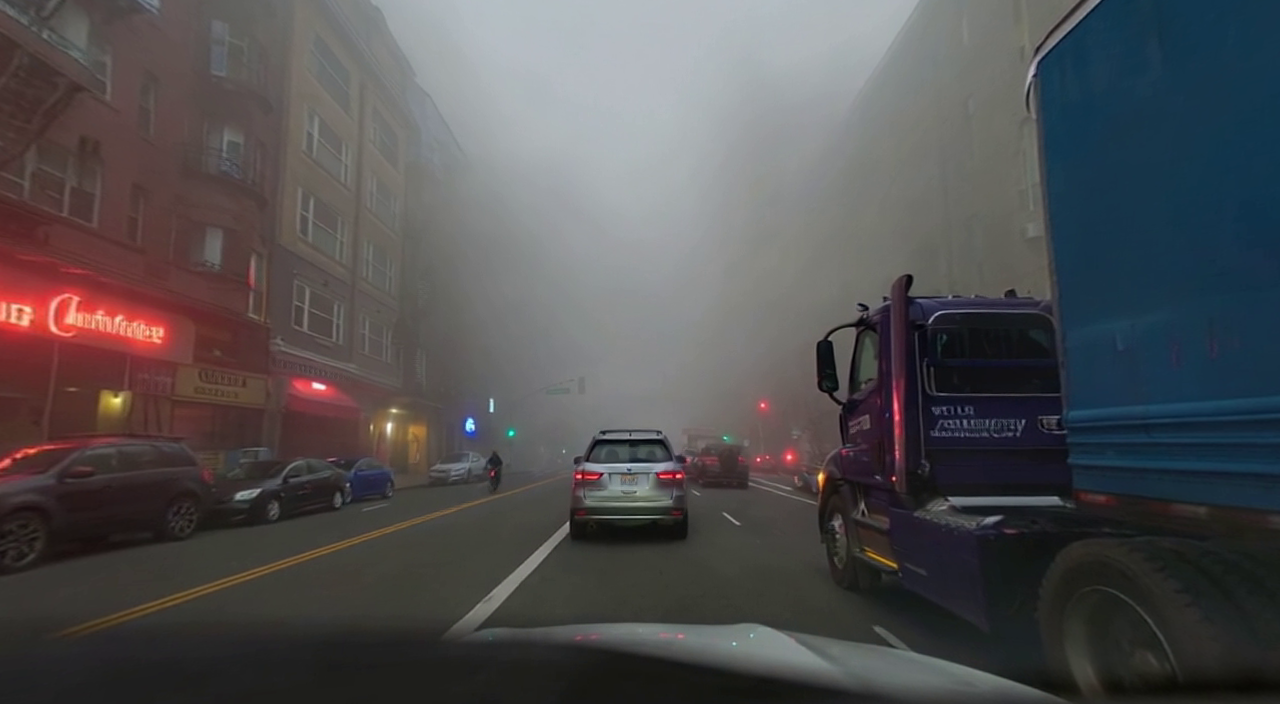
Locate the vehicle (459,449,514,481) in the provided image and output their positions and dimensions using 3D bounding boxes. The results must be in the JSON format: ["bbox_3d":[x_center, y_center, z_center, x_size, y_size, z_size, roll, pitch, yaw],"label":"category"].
[{"bbox_3d":[-8.702,6.423,36.233,2.084,1.686,4.422,0,-8,-1],"label":"vehicle"}]

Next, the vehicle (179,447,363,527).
[{"bbox_3d":[-8.844,3.214,15.682,1.896,1.652,4.269,0,-8,1],"label":"vehicle"}]

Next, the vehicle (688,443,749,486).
[{"bbox_3d":[3.288,4.795,27.328,2.159,1.696,4.316,0,-8,2],"label":"vehicle"}]

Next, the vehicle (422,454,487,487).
[{"bbox_3d":[-8.707,5.574,30.039,1.805,1.379,4.359,0,-8,-1],"label":"vehicle"}]

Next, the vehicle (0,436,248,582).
[{"bbox_3d":[-8.806,2.224,9.764,2.065,1.758,5.144,0,-8,2],"label":"vehicle"}]

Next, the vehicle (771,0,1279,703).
[{"bbox_3d":[2.929,-0.026,2.112,2.913,3.771,9.716,0,-8,0],"label":"vehicle"}]

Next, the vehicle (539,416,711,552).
[{"bbox_3d":[-0.214,2.091,10.740,2.283,1.783,4.548,0,-8,0],"label":"vehicle"}]
